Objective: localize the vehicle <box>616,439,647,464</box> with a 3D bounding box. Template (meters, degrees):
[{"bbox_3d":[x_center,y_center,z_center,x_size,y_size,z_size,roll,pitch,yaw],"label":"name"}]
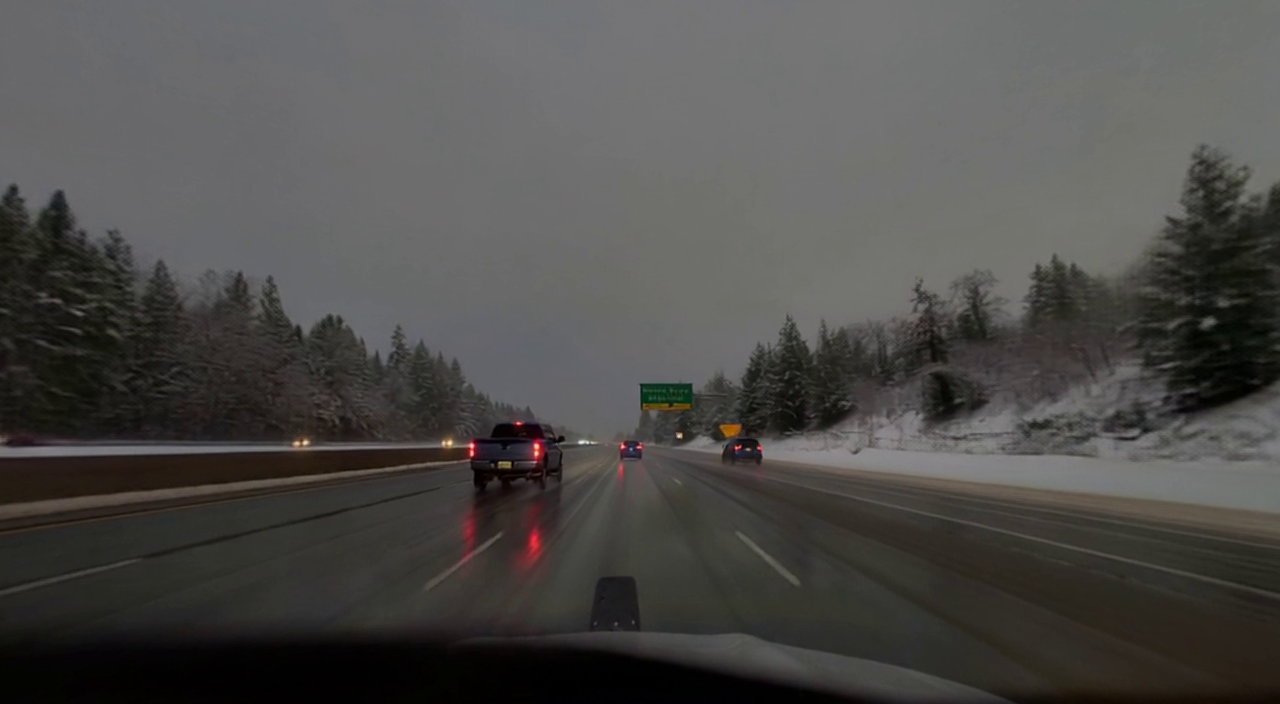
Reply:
[{"bbox_3d":[-0.617,7.117,45.254,2.157,1.642,4.189,0,-8,-1],"label":"vehicle"}]

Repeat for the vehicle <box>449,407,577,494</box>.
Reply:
[{"bbox_3d":[-3.539,2.957,19.136,2.592,2.179,6.034,0,-8,0],"label":"vehicle"}]

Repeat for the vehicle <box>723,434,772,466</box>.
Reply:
[{"bbox_3d":[6.827,6.321,40.689,2.103,1.898,5.310,0,-8,-1],"label":"vehicle"}]
